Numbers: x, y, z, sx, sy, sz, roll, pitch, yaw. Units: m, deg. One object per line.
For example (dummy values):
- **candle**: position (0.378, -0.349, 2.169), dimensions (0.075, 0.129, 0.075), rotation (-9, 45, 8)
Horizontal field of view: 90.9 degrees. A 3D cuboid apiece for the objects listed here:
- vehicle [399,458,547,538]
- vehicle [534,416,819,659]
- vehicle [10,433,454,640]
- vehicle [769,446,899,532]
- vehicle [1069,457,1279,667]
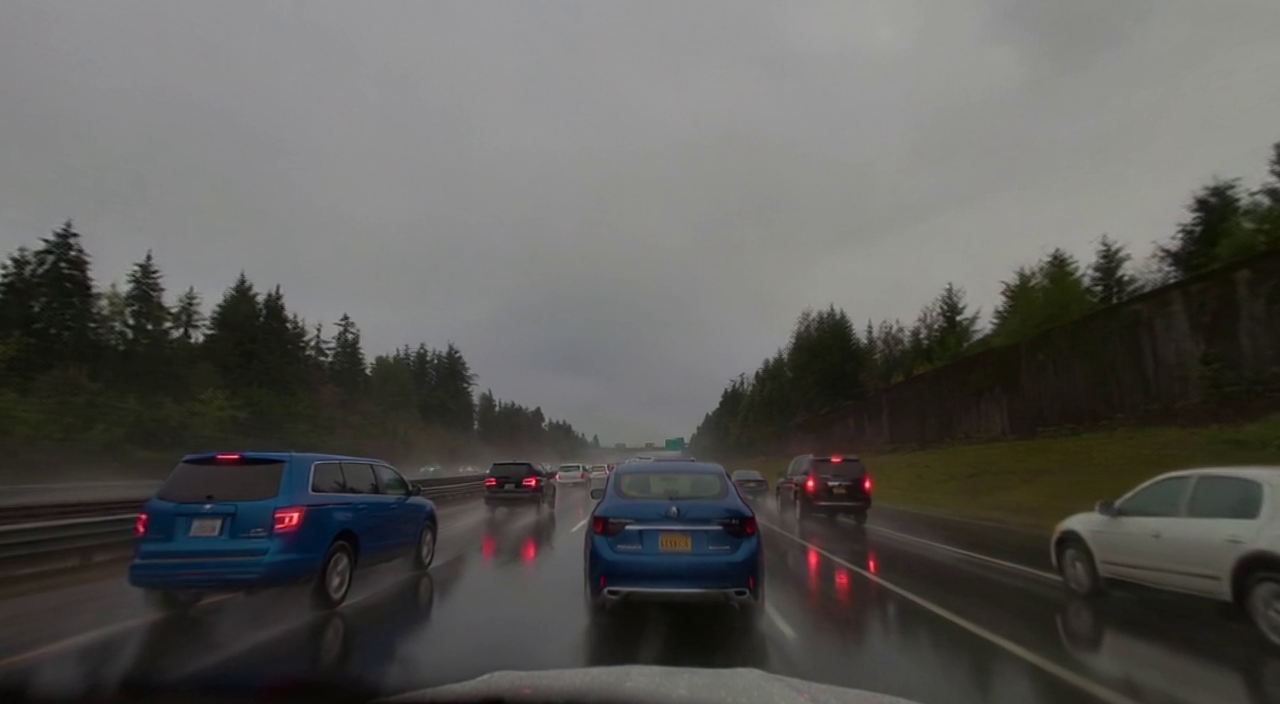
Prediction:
- **vehicle**: position (-3.556, 3.236, 14.447), dimensions (1.960, 1.502, 4.593), rotation (0, -11, 2)
- **vehicle**: position (0.284, 1.735, 6.746), dimensions (2.057, 1.725, 4.126), rotation (1, -11, 0)
- **vehicle**: position (-3.803, 1.822, 7.073), dimensions (1.994, 1.556, 4.263), rotation (0, -11, 2)
- **vehicle**: position (4.773, 3.461, 16.268), dimensions (1.984, 1.876, 4.287), rotation (1, -11, 0)
- **vehicle**: position (5.421, 1.453, 4.281), dimensions (1.919, 1.437, 4.436), rotation (1, -11, 1)
